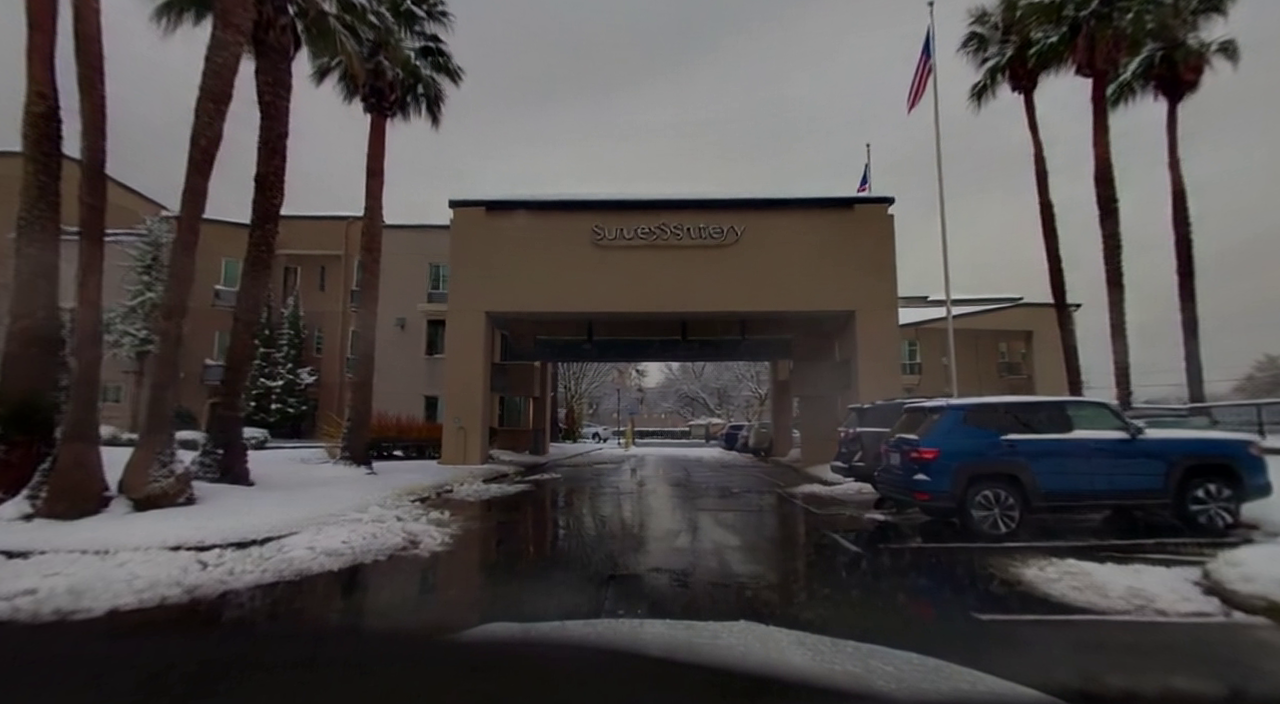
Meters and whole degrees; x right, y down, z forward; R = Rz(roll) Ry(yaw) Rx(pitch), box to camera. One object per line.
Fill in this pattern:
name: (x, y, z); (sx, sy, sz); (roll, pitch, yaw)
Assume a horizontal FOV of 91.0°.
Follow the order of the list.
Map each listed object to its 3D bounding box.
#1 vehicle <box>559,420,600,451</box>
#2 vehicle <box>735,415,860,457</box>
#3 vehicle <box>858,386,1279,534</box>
vehicle: (-4.039, 5.644, 42.870); (1.943, 1.890, 4.472); (2, -5, 5)
vehicle: (6.957, 3.801, 28.426); (5.254, 1.793, 1.998); (-1, -8, 8)
vehicle: (5.572, 1.415, 8.472); (4.567, 1.723, 1.926); (-1, -8, 4)
